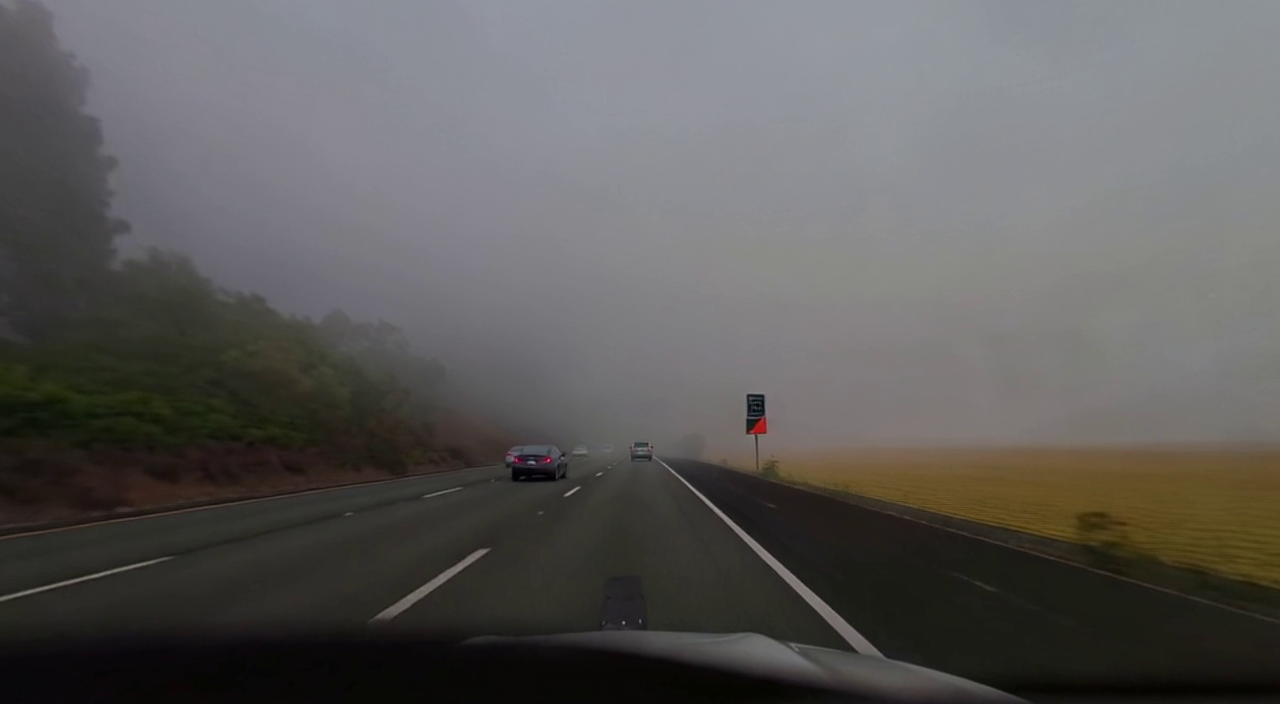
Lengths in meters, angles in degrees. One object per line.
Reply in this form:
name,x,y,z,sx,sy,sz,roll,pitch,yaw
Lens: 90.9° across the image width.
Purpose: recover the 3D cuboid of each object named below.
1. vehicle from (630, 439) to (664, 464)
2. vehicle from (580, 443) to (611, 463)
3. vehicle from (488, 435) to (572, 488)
vehicle,0.453,7.009,44.509,2.259,1.697,4.106,0,-8,0
vehicle,-3.468,7.904,49.743,2.066,1.497,4.253,0,-8,1
vehicle,-3.681,3.756,22.006,2.028,1.634,4.441,0,-8,1
